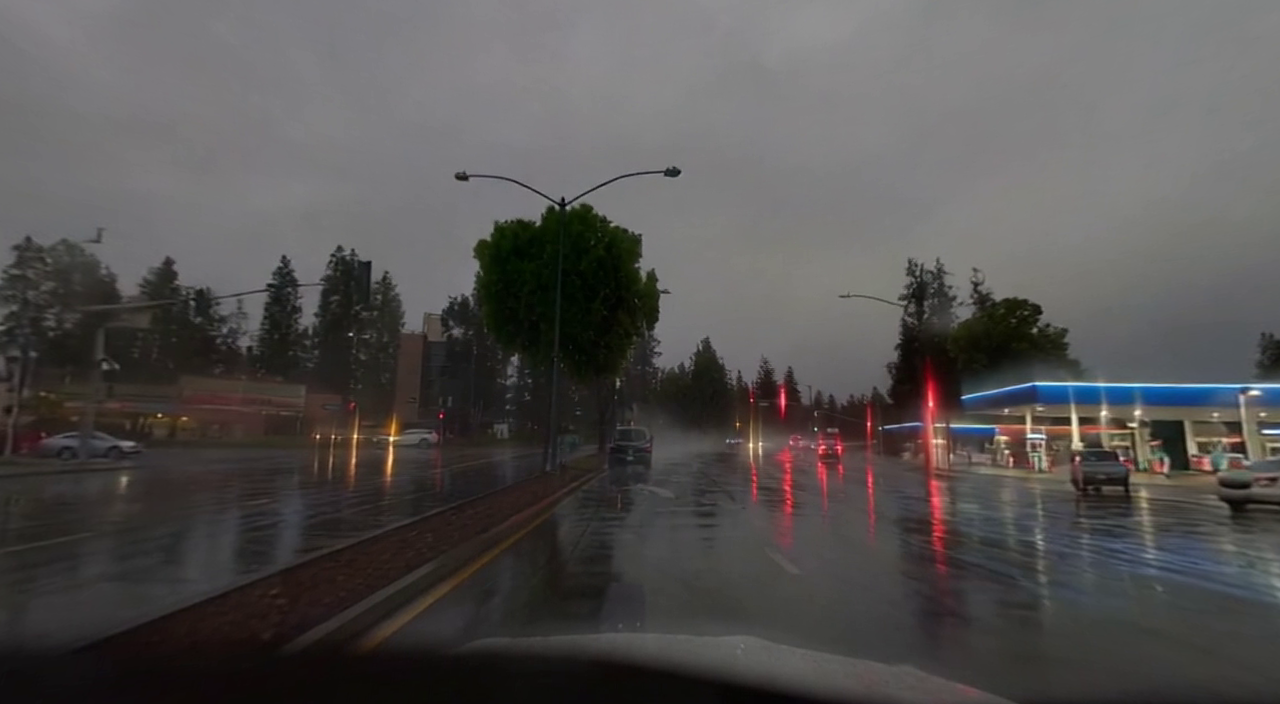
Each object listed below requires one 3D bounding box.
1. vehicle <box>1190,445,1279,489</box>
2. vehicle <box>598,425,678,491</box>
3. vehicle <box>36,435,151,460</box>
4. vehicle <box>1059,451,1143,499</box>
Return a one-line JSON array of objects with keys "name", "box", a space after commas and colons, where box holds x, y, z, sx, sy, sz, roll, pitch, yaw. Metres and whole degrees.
[{"name": "vehicle", "box": [24.190, 4.397, 24.339, 4.331, 1.604, 1.858, 1, -9, -5]}, {"name": "vehicle", "box": [-0.068, 3.025, 18.289, 2.055, 1.655, 4.204, 0, -9, 0]}, {"name": "vehicle", "box": [-32.512, 5.694, 37.722, 4.749, 1.463, 1.871, 2, -9, -11]}, {"name": "vehicle", "box": [16.312, 4.268, 22.479, 2.099, 1.464, 4.615, -6, -10, 35]}]
